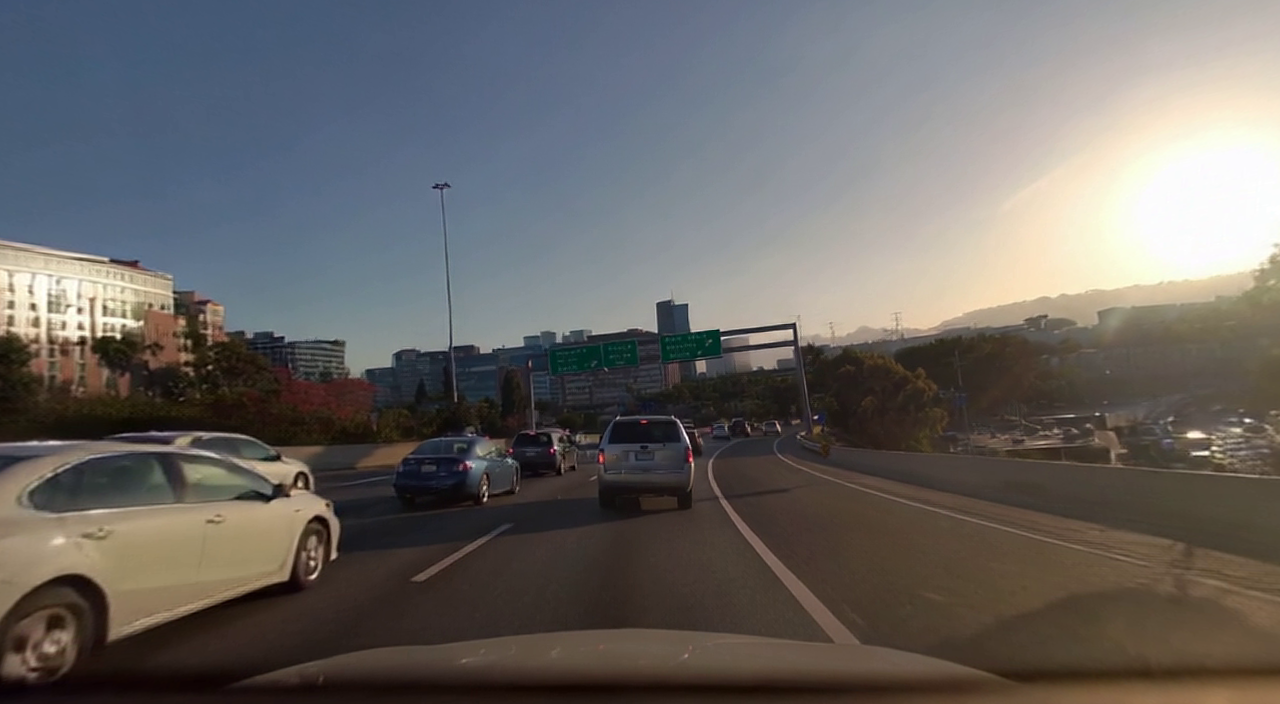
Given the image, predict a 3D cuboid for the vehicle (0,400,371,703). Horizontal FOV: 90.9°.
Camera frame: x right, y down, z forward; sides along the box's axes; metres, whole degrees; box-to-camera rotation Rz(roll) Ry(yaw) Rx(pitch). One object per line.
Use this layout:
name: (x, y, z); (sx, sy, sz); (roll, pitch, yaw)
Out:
vehicle: (-3.698, 1.096, 3.591); (1.998, 1.494, 5.020); (0, -9, 2)

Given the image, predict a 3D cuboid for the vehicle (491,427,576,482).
vehicle: (-3.651, 3.616, 22.469); (1.953, 1.729, 4.377); (-1, -9, 4)

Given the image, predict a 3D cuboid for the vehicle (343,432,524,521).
vehicle: (-3.903, 2.436, 12.866); (2.087, 1.481, 4.225); (0, -9, 3)

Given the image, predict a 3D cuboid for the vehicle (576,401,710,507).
vehicle: (0.154, 2.455, 15.408); (2.616, 2.063, 5.933); (0, -9, 2)
